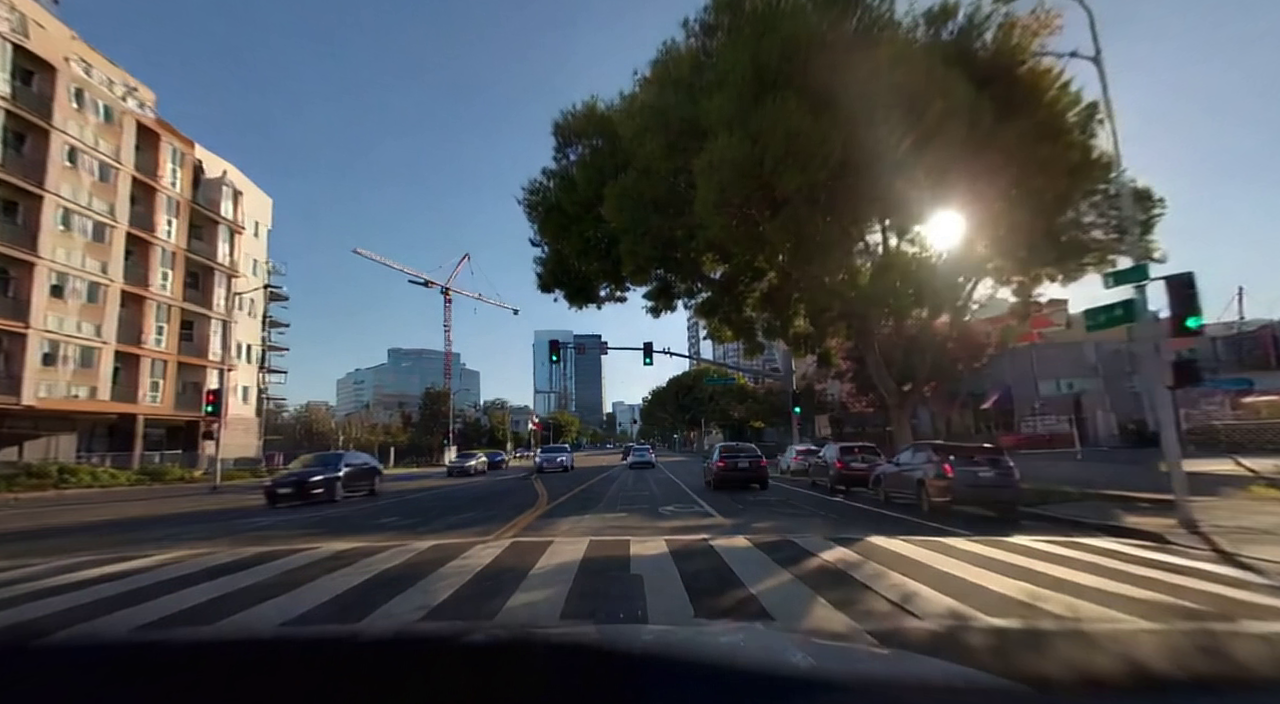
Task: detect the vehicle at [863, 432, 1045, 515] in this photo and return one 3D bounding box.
[{"bbox_3d":[7.358,2.874,15.473,2.031,1.708,4.567,0,-9,-1],"label":"vehicle"}]

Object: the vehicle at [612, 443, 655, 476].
[{"bbox_3d":[-0.317,5.198,30.740,2.006,1.487,3.535,0,-9,0],"label":"vehicle"}]

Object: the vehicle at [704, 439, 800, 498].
[{"bbox_3d":[3.085,3.294,18.238,1.910,1.474,4.003,0,-9,-2],"label":"vehicle"}]

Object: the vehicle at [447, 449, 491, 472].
[{"bbox_3d":[-12.093,7.669,45.007,1.945,1.540,4.338,0,-9,0],"label":"vehicle"}]

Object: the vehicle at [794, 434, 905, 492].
[{"bbox_3d":[7.268,3.906,22.535,2.067,1.805,4.875,0,-9,-3],"label":"vehicle"}]

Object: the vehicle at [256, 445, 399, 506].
[{"bbox_3d":[-8.674,3.442,18.041,1.902,1.503,4.240,0,-9,0],"label":"vehicle"}]
